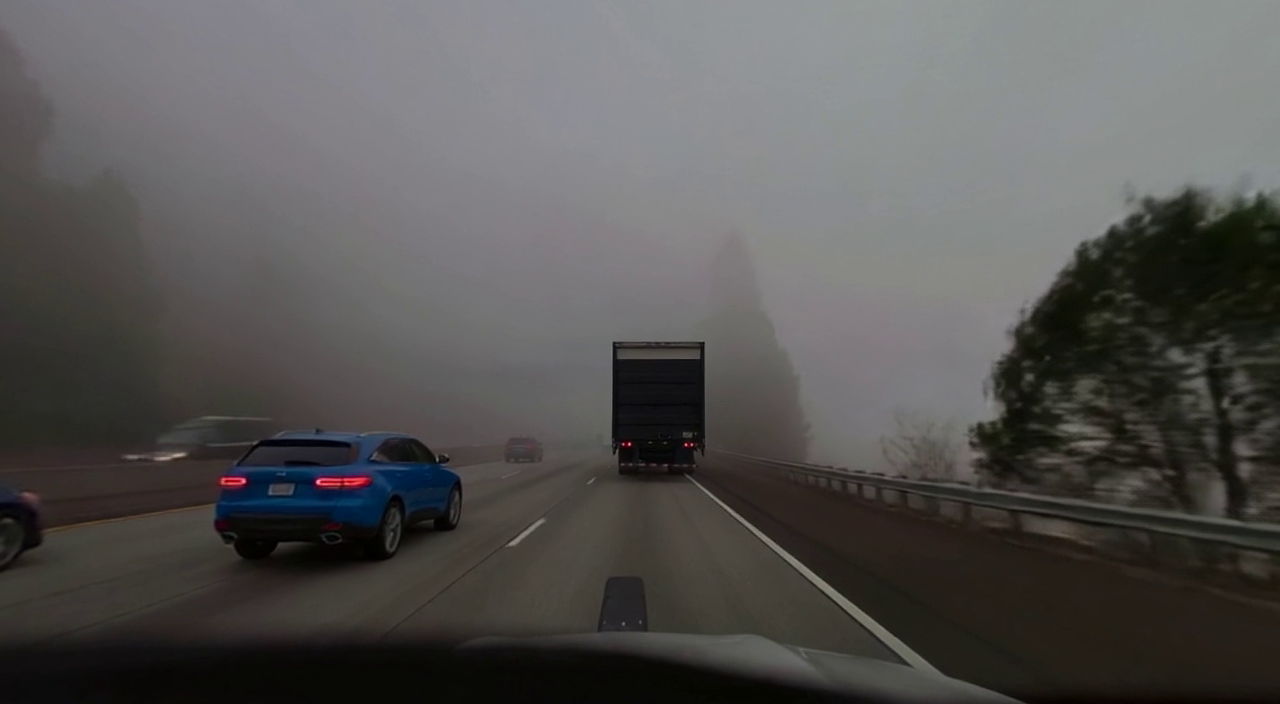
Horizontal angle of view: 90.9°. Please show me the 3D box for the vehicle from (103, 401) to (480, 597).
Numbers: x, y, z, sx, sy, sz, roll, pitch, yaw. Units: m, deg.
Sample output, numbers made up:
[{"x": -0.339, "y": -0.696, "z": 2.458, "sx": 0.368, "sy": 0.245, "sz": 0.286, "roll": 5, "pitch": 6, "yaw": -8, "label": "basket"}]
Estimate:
[{"x": -3.549, "y": 1.581, "z": 7.623, "sx": 2.077, "sy": 1.671, "sz": 4.249, "roll": 0, "pitch": -8, "yaw": 1, "label": "vehicle"}]

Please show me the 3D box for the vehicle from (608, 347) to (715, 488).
[{"x": 0.608, "y": 2.533, "z": 22.528, "sx": 2.870, "sy": 3.841, "sz": 10.653, "roll": 0, "pitch": -8, "yaw": 0, "label": "vehicle"}]

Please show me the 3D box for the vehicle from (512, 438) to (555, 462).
[{"x": -6.735, "y": 6.266, "z": 40.447, "sx": 1.882, "sy": 1.451, "sz": 4.416, "roll": 0, "pitch": -8, "yaw": 1, "label": "vehicle"}]
